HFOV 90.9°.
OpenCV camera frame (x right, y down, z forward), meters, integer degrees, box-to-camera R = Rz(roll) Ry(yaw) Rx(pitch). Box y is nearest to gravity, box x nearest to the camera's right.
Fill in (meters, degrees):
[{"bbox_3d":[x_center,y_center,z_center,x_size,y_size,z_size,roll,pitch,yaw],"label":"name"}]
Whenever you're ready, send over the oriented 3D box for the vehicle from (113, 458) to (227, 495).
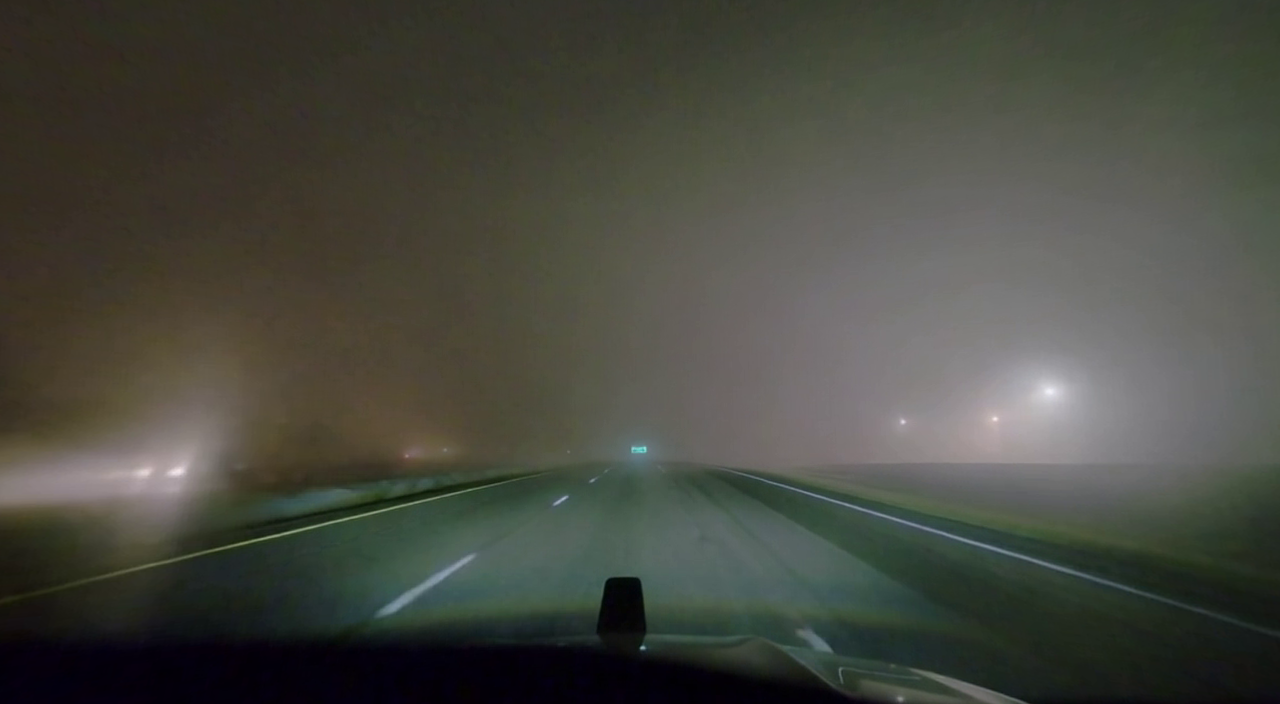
[{"bbox_3d":[-22.825,6.024,30.908,1.949,1.565,4.686,0,-9,0],"label":"vehicle"}]
